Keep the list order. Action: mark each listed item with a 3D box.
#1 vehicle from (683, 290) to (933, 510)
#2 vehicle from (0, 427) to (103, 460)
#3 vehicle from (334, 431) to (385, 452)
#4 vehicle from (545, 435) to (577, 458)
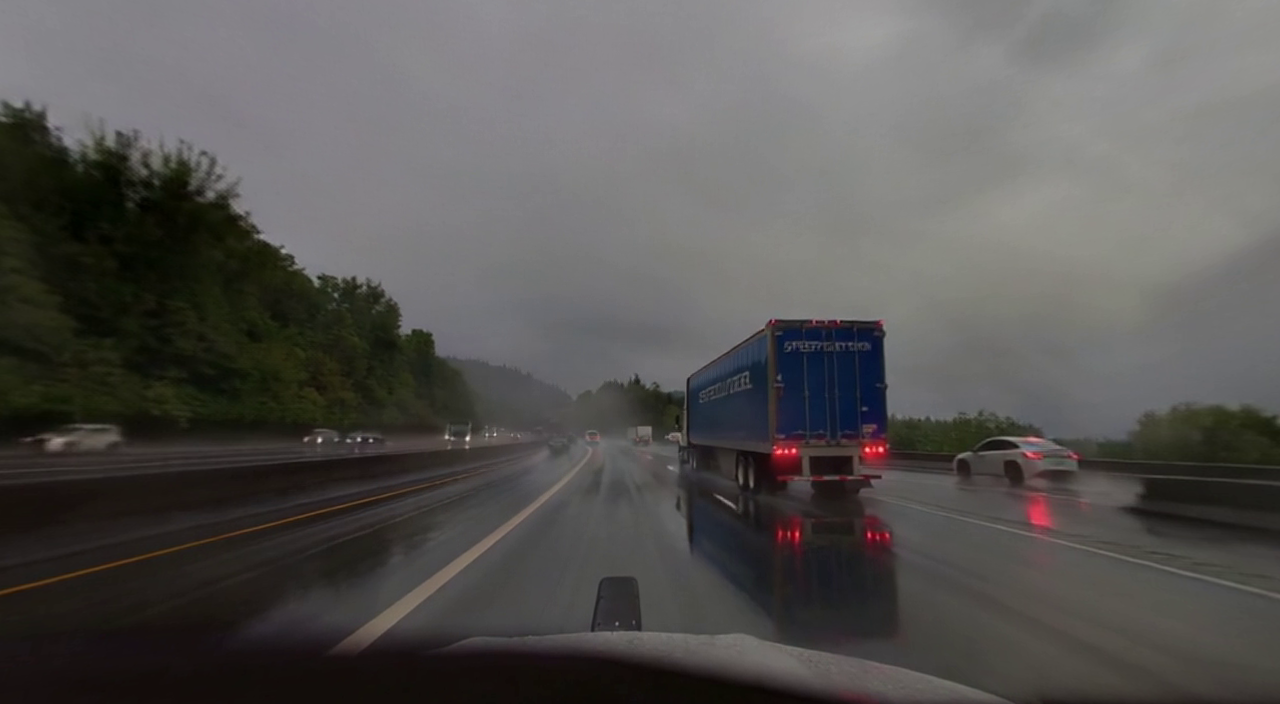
[{"bbox_3d":[3.564,1.797,18.753,2.910,4.051,14.278,0,-8,-3],"label":"vehicle"},{"bbox_3d":[-31.583,4.800,33.279,1.918,1.620,4.789,0,-8,4],"label":"vehicle"},{"bbox_3d":[-20.698,6.643,46.719,1.824,1.479,4.672,1,-8,-3],"label":"vehicle"},{"bbox_3d":[-5.654,6.792,45.513,2.030,1.547,3.862,1,-8,-3],"label":"vehicle"}]
